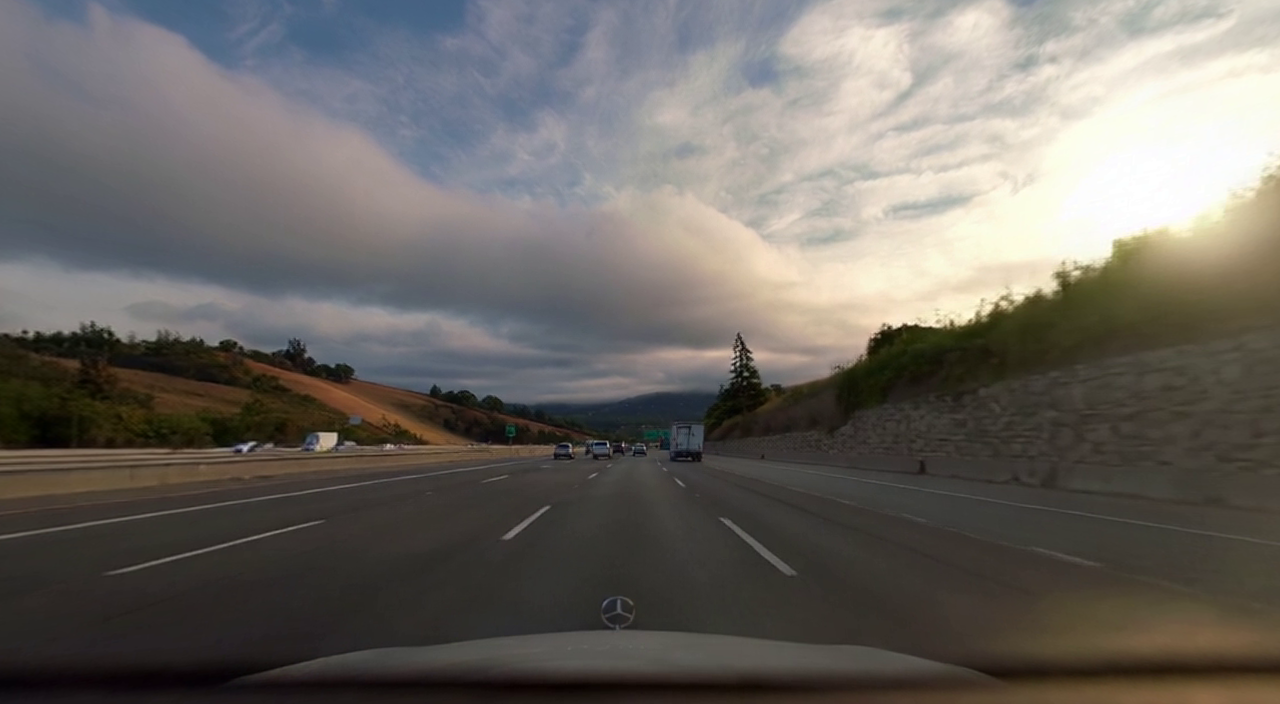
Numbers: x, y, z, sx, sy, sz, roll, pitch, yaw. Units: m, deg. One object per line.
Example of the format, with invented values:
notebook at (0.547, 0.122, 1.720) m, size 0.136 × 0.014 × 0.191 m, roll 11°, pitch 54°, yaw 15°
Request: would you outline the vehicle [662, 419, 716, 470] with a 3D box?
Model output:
vehicle at (3.258, 6.481, 44.088) m, size 2.795 × 3.187 × 7.205 m, roll 0°, pitch -9°, yaw -3°
